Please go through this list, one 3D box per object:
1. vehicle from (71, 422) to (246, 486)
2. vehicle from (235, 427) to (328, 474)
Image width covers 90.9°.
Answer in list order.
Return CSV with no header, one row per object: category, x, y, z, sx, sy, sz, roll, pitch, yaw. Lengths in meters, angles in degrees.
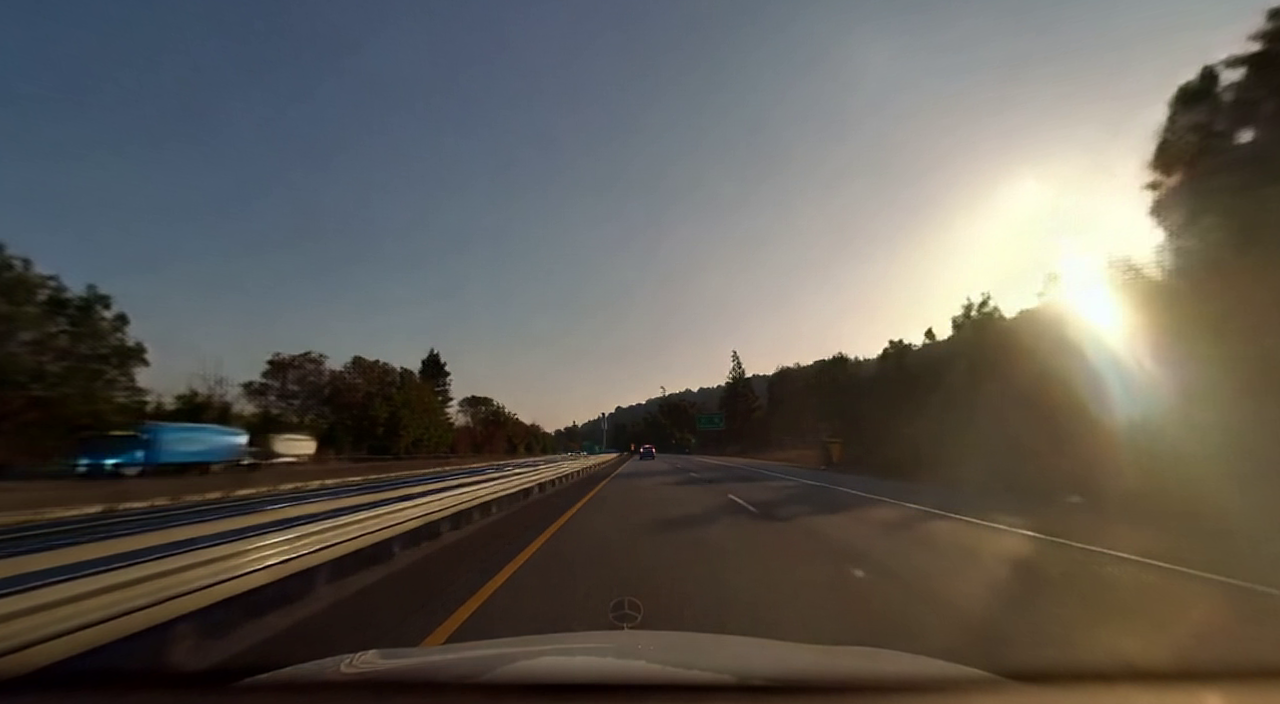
vehicle,-27.617,5.904,37.007,2.887,3.239,9.240,0,-8,0
vehicle,-27.483,7.591,48.809,2.698,3.293,7.299,-1,-8,1
